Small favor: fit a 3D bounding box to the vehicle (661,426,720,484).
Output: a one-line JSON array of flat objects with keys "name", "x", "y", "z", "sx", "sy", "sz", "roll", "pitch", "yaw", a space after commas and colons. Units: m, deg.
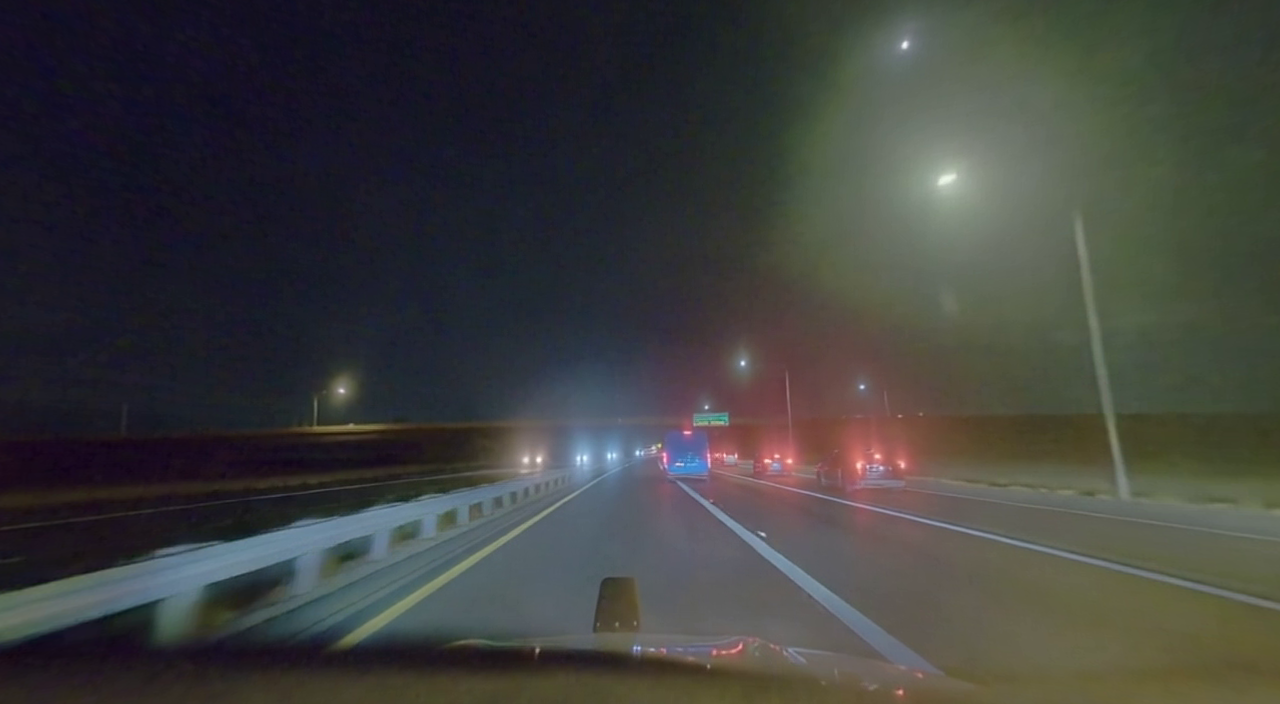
[{"name": "vehicle", "x": 2.385, "y": 5.141, "z": 31.475, "sx": 2.560, "sy": 2.598, "sz": 5.581, "roll": -1, "pitch": -9, "yaw": 1}]
